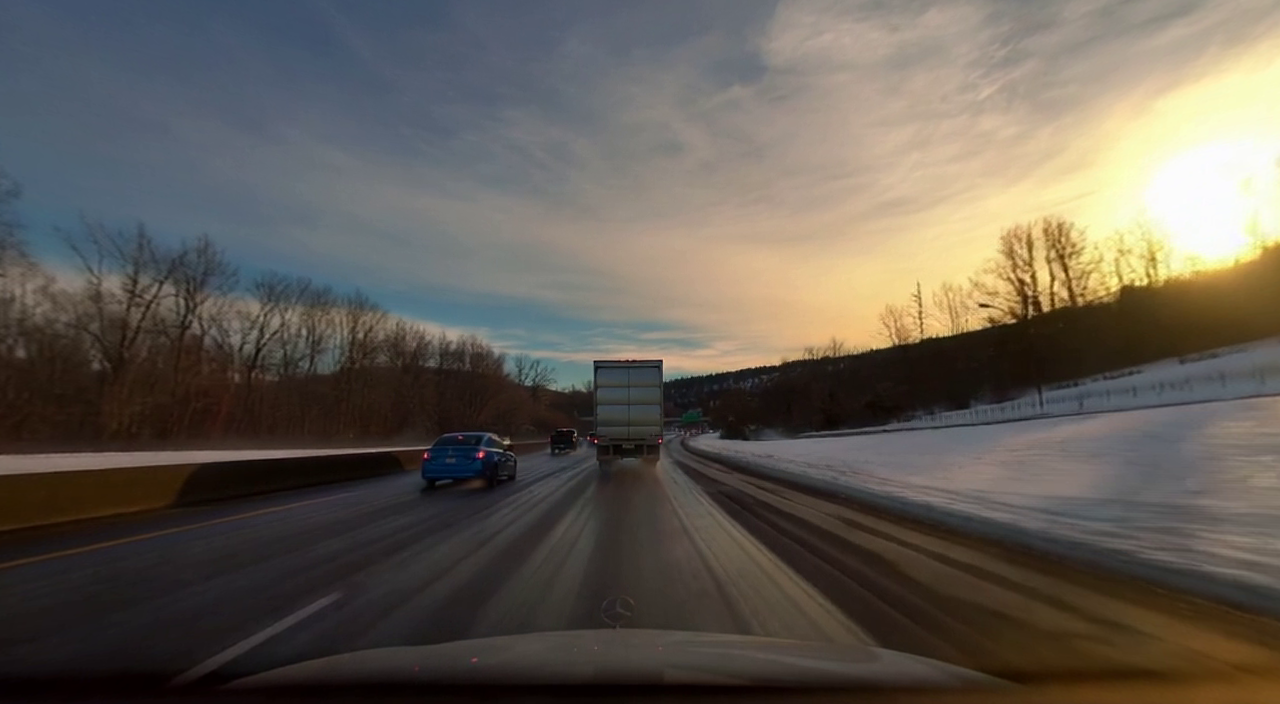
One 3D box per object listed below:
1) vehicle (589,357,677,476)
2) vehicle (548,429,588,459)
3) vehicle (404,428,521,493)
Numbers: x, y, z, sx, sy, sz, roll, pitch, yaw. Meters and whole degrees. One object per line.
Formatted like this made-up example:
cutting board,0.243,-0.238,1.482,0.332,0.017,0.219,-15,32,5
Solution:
vehicle,-0.323,2.836,26.351,2.953,4.041,10.072,0,-8,-1
vehicle,-4.569,5.893,40.514,2.019,1.834,4.644,0,-8,0
vehicle,-4.661,2.885,17.239,1.931,1.539,4.441,0,-8,0
